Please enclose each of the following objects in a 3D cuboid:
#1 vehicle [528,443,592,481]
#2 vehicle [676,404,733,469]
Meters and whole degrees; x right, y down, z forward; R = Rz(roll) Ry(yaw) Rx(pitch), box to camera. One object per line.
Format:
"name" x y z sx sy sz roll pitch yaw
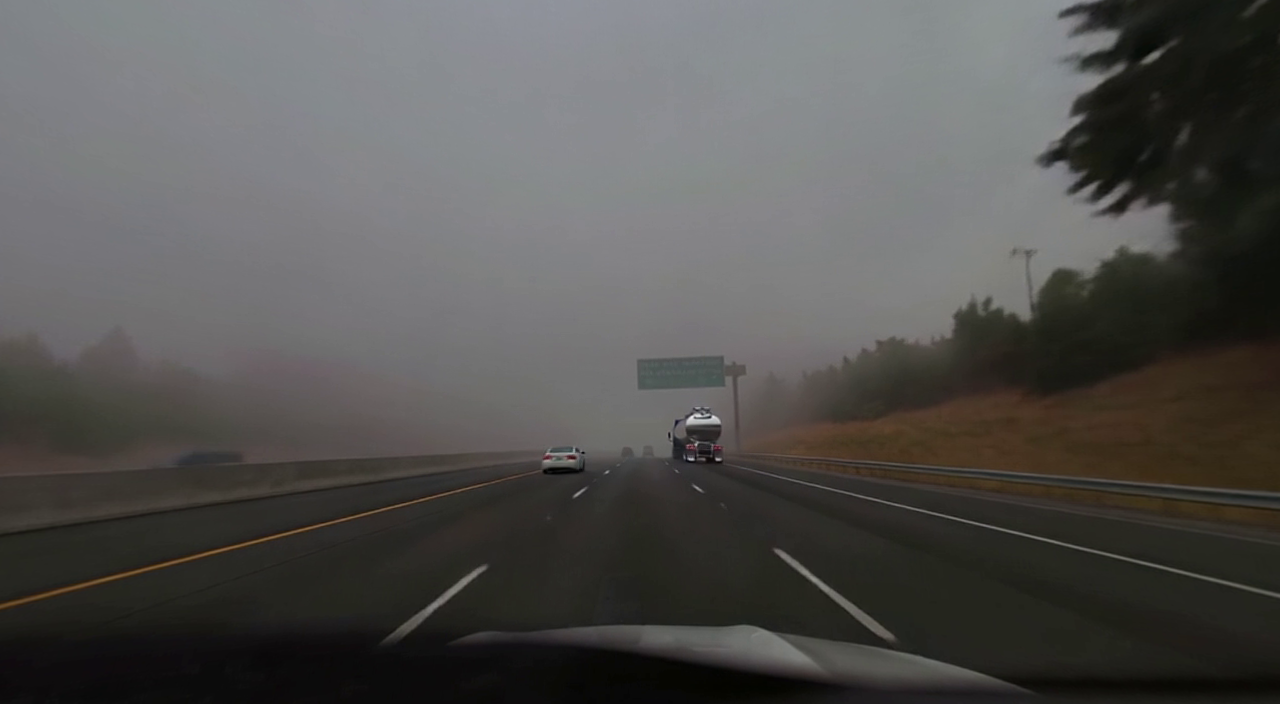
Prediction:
"vehicle" -3.263 4.594 26.655 1.986 1.458 4.506 0 -9 1
"vehicle" 4.047 5.659 41.717 2.759 3.734 9.708 0 -9 0
